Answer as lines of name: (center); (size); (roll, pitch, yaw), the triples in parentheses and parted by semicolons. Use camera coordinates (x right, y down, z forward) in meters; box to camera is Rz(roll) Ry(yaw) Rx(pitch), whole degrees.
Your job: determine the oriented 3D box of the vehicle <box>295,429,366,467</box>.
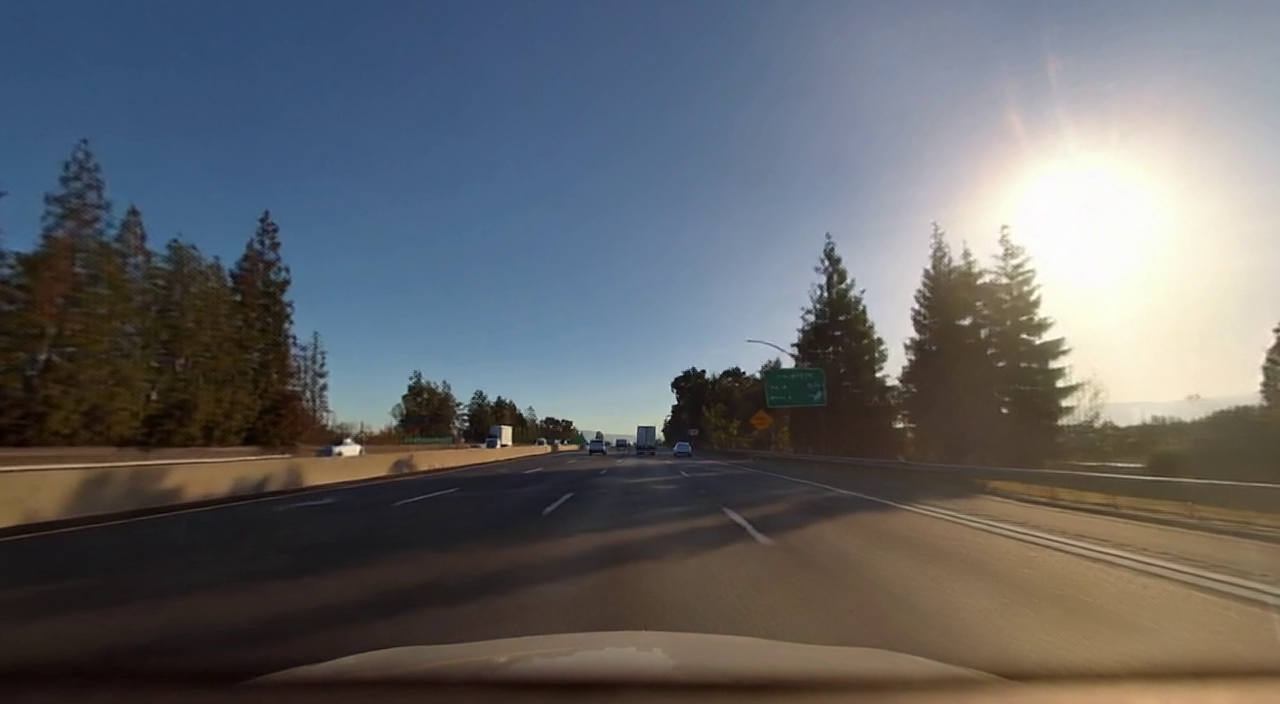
vehicle: (-23.936, 7.416, 48.990); (2.523, 2.744, 5.403); (0, -8, 2)
